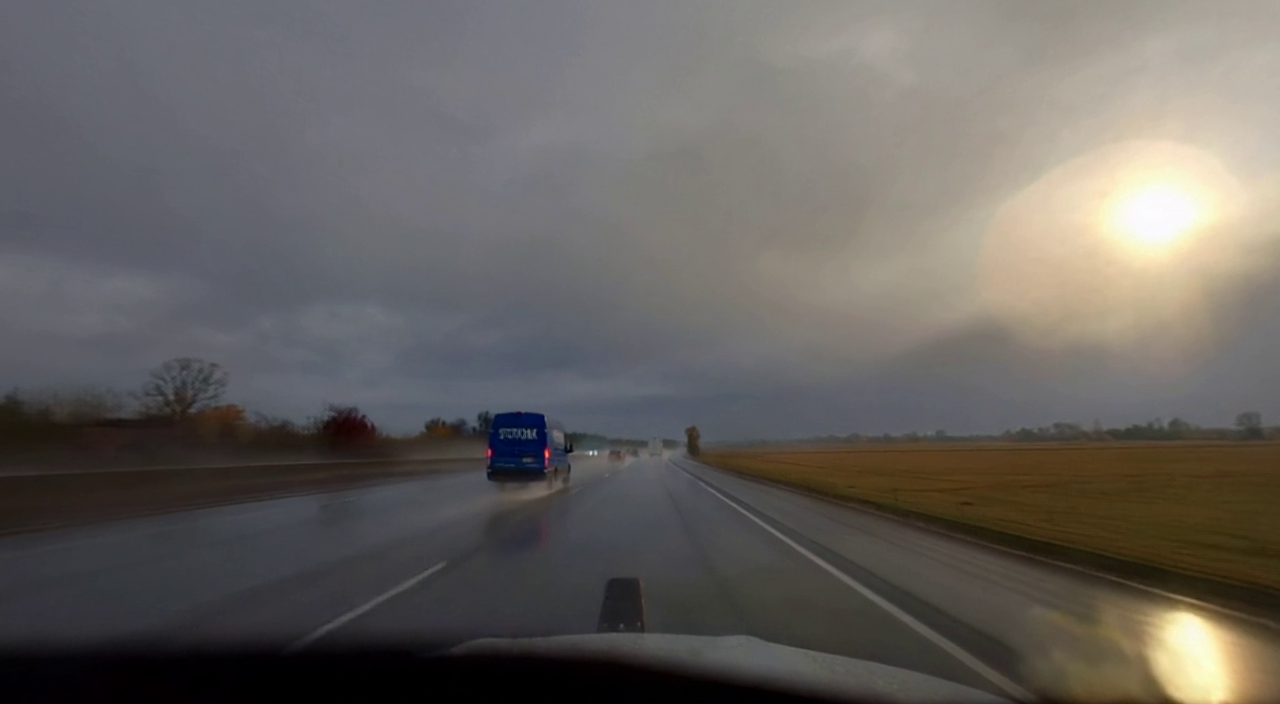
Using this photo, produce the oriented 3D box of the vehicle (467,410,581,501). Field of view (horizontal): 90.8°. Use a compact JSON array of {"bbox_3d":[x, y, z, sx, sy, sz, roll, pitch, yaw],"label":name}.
[{"bbox_3d":[-3.307,3.118,19.248,2.360,2.367,5.223,0,-9,1],"label":"vehicle"}]
